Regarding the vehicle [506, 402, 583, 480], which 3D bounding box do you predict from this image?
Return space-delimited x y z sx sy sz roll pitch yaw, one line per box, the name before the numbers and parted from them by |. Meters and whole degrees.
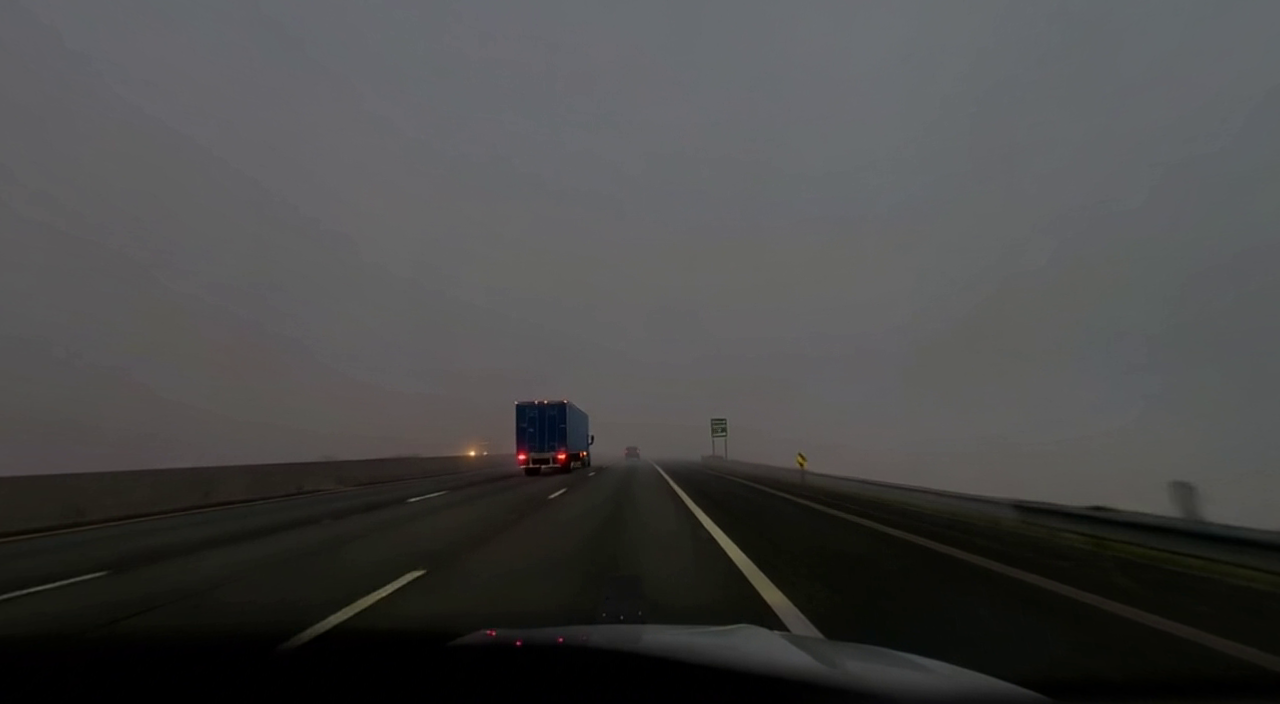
vehicle | -4.571 4.517 31.856 2.707 3.461 7.191 0 -9 0
